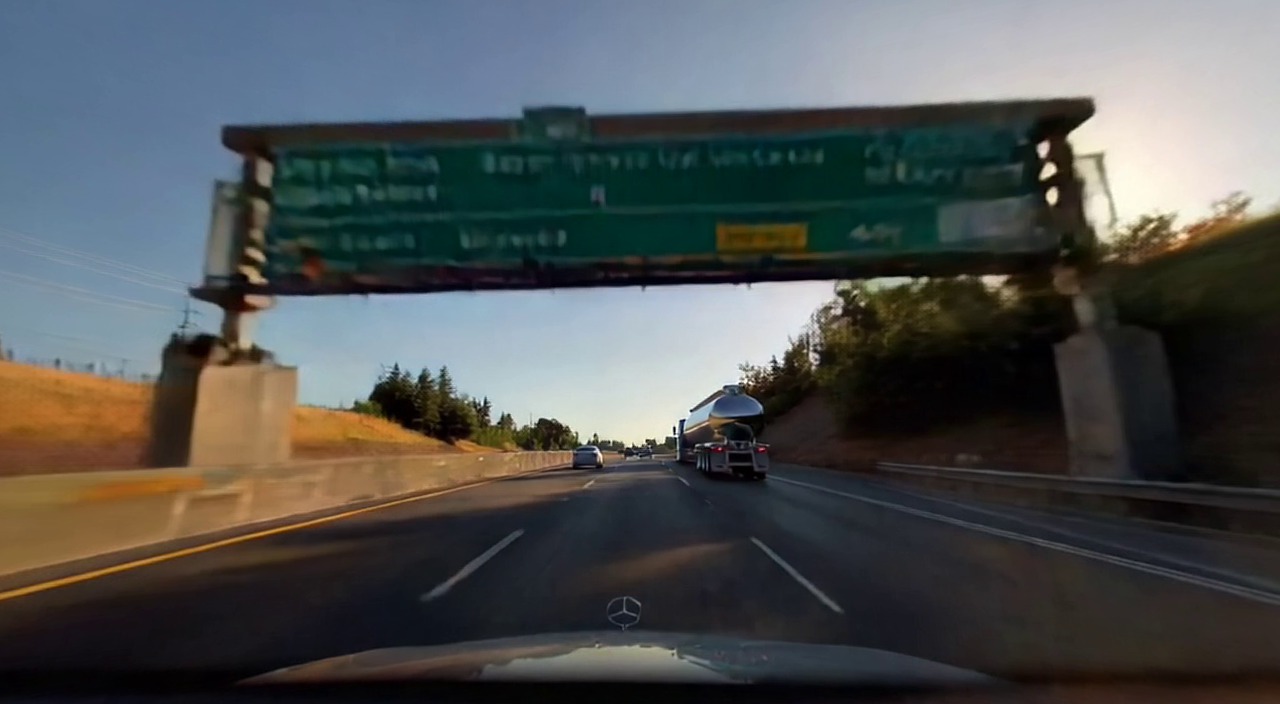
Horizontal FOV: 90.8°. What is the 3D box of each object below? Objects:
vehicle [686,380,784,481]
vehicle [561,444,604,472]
[{"bbox_3d":[3.892,3.664,28.445,2.759,3.734,9.708,0,-9,-1],"label":"vehicle"},{"bbox_3d":[-3.249,6.084,36.422,1.986,1.458,4.506,0,-9,1],"label":"vehicle"}]
